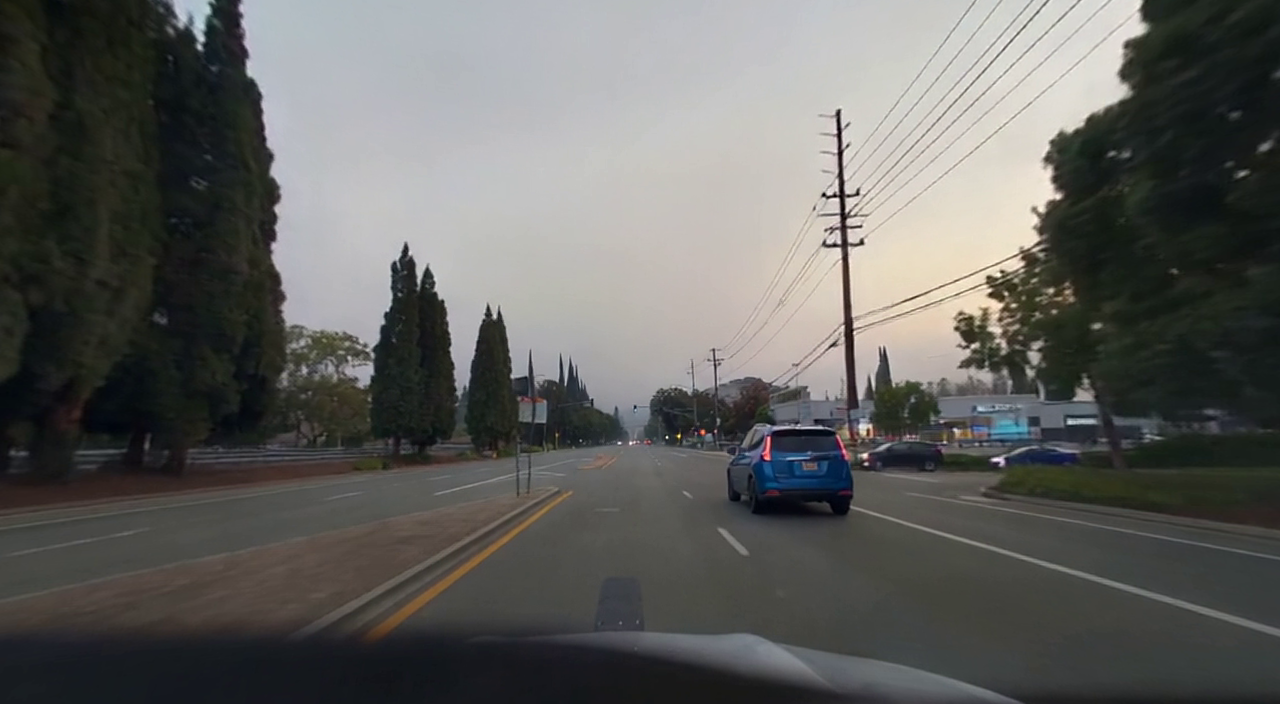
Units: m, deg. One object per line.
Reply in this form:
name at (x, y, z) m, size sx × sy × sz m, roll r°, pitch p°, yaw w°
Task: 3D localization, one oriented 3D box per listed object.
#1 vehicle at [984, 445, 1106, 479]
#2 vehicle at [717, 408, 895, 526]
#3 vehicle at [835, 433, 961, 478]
vehicle at (18.545, 5.037, 29.094) m, size 4.208 × 1.434 × 2.021 m, roll 0°, pitch -8°, yaw 0°
vehicle at (2.888, 2.147, 12.300) m, size 2.060 × 1.820 × 4.713 m, roll 0°, pitch -8°, yaw -1°
vehicle at (11.716, 4.740, 28.947) m, size 4.801 × 1.802 × 2.022 m, roll -2°, pitch -9°, yaw -2°
